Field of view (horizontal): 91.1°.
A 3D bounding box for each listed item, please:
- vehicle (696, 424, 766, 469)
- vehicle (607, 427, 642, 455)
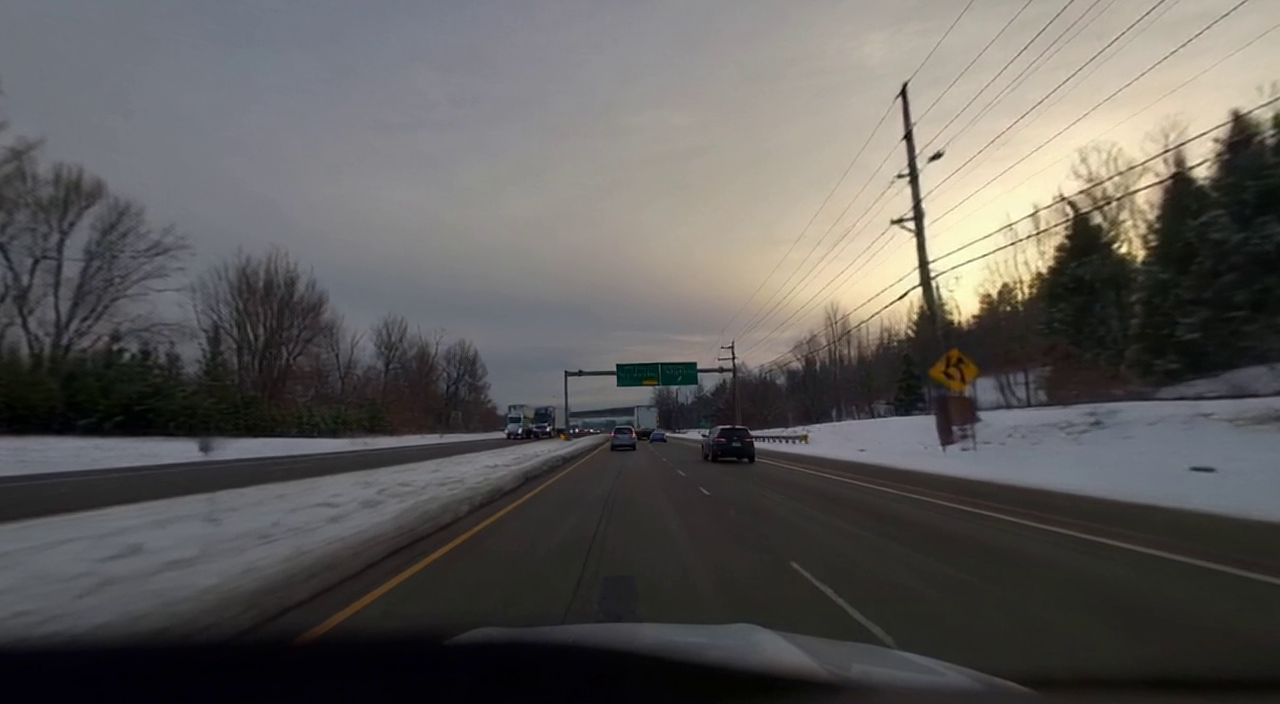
[{"bbox_3d":[3.402,3.637,24.334,2.062,1.581,3.914,0,-8,-1],"label":"vehicle"},{"bbox_3d":[-0.949,5.665,40.283,2.134,1.710,4.049,0,-7,-1],"label":"vehicle"}]
